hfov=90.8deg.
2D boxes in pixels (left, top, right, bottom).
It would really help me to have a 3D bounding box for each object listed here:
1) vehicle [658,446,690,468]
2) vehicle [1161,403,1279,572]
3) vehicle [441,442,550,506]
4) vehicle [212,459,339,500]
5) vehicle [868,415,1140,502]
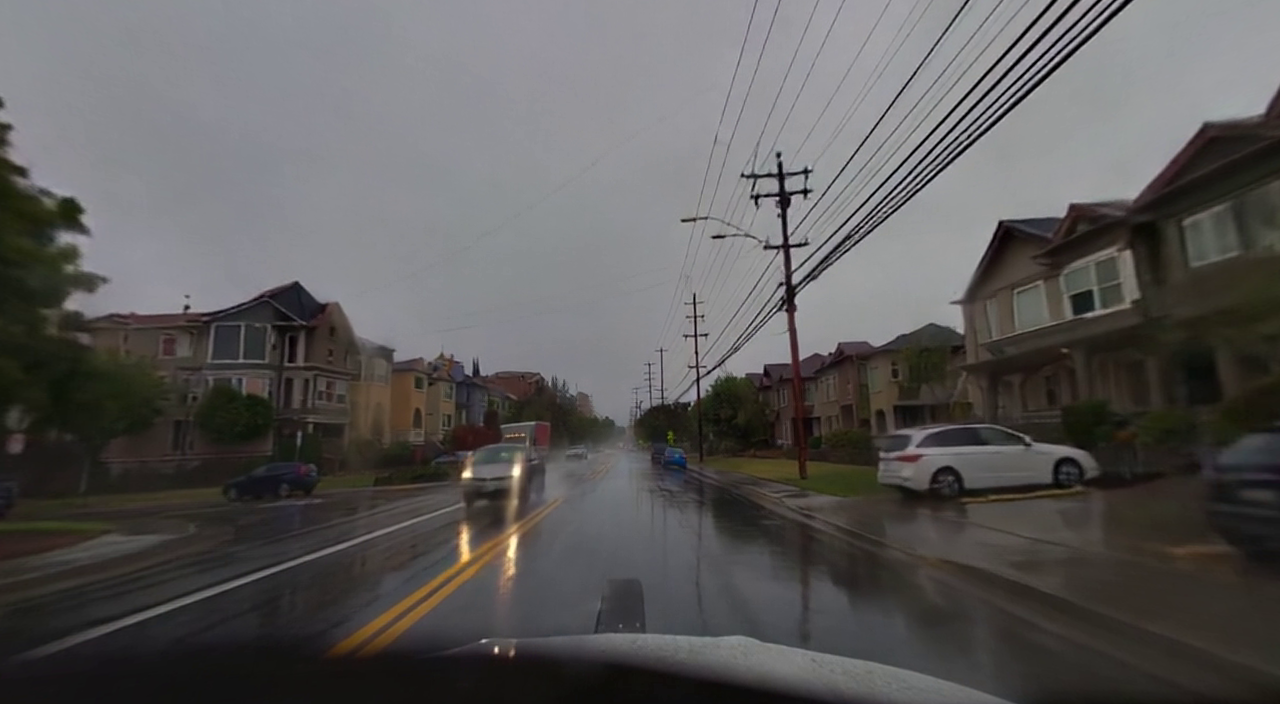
[{"bbox_3d":[2.339,7.441,44.837,1.890,1.463,4.952,0,-9,-2],"label":"vehicle"},{"bbox_3d":[8.084,1.288,6.133,4.270,1.557,1.967,0,-9,-1],"label":"vehicle"},{"bbox_3d":[-3.706,3.196,17.048,1.912,1.491,4.375,0,-9,0],"label":"vehicle"},{"bbox_3d":[-15.443,5.400,26.961,4.204,1.626,1.874,1,-9,-6],"label":"vehicle"},{"bbox_3d":[8.025,2.394,14.348,4.836,1.806,2.121,0,-9,-1],"label":"vehicle"}]
